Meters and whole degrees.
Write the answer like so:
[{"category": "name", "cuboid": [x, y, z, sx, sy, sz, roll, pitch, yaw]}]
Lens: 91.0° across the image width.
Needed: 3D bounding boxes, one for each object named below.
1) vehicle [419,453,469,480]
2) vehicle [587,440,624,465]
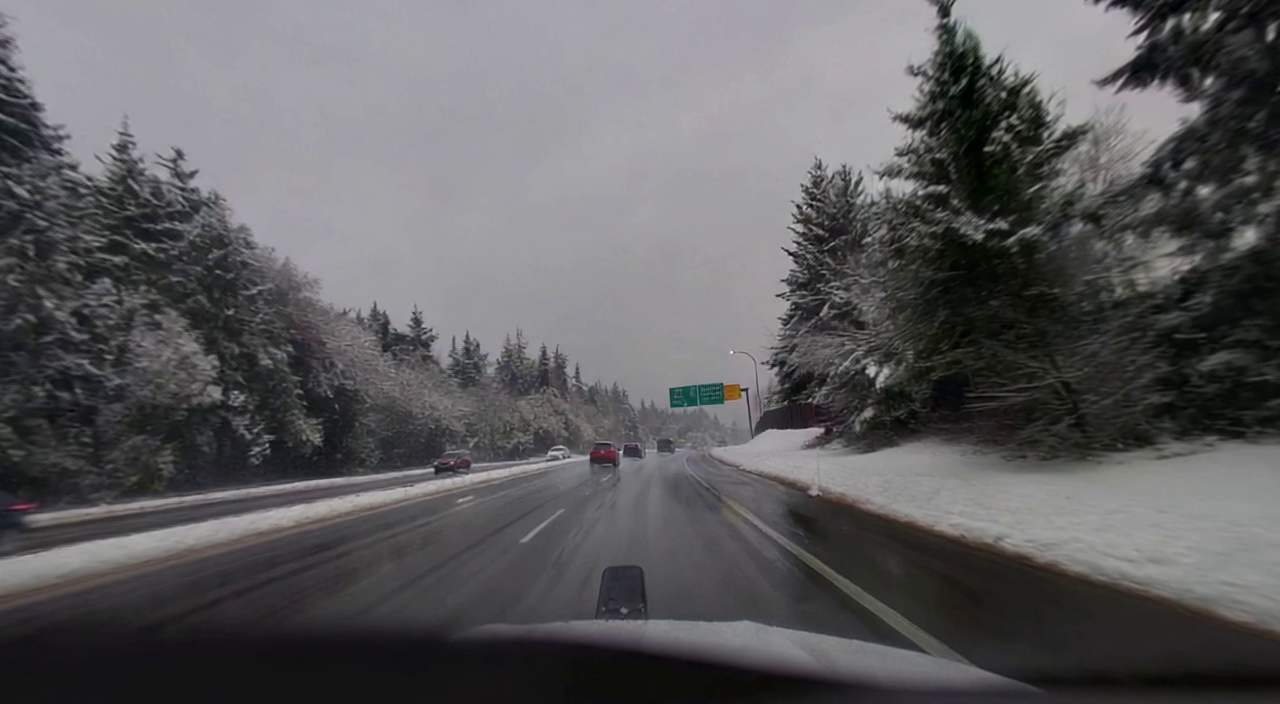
[{"category": "vehicle", "cuboid": [-13.708, 7.987, 44.290, 1.909, 1.706, 4.501, 0, -8, 2]}, {"category": "vehicle", "cuboid": [-2.195, 6.592, 41.376, 1.985, 1.518, 3.847, -1, -8, 4]}]
